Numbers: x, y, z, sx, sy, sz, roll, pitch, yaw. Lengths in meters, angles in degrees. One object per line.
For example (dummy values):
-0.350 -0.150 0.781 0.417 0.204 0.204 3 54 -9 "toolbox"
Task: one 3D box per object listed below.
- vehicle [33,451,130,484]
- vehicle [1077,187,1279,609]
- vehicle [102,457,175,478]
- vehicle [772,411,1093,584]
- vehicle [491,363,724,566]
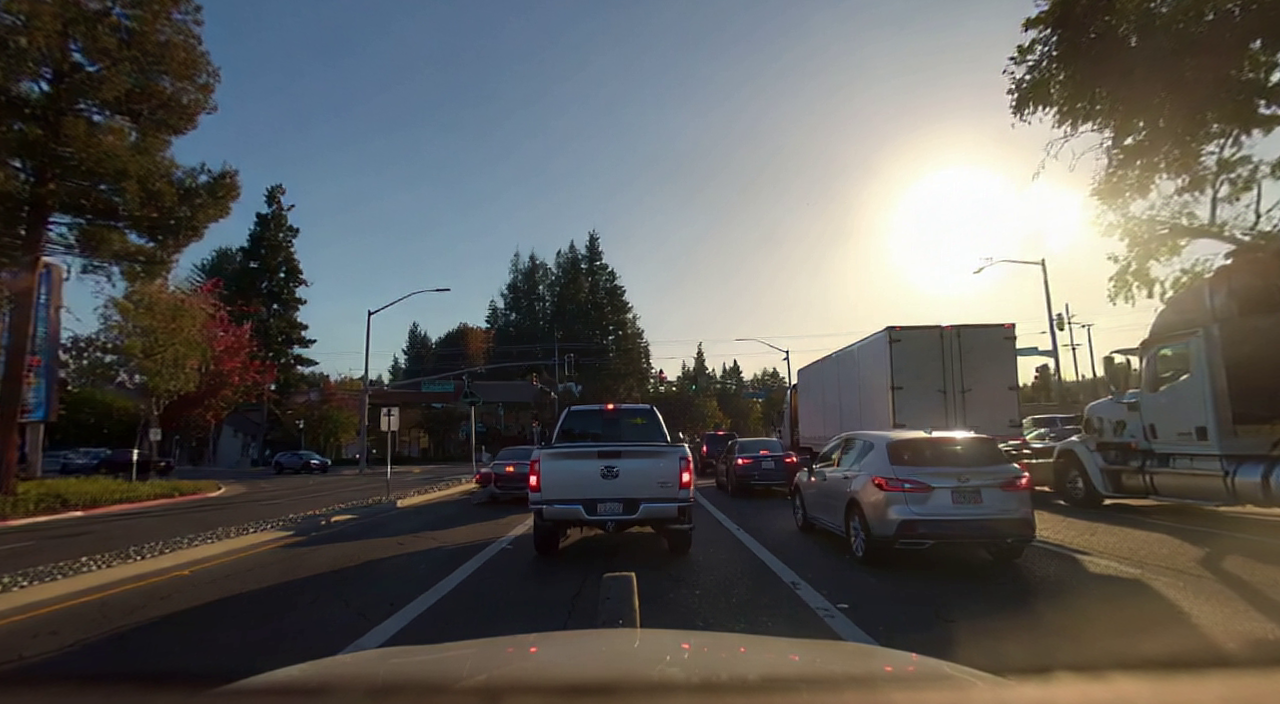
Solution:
-28.566 5.896 32.491 1.730 1.534 3.922 1 -9 -8 "vehicle"
6.514 0.114 3.414 2.802 3.322 7.429 0 -9 -1 "vehicle"
-38.195 8.787 48.131 4.150 1.474 1.826 -1 -9 6 "vehicle"
3.247 1.736 8.436 1.905 1.587 4.998 0 -9 0 "vehicle"
-0.365 1.595 9.455 2.499 2.183 5.111 0 -9 0 "vehicle"
